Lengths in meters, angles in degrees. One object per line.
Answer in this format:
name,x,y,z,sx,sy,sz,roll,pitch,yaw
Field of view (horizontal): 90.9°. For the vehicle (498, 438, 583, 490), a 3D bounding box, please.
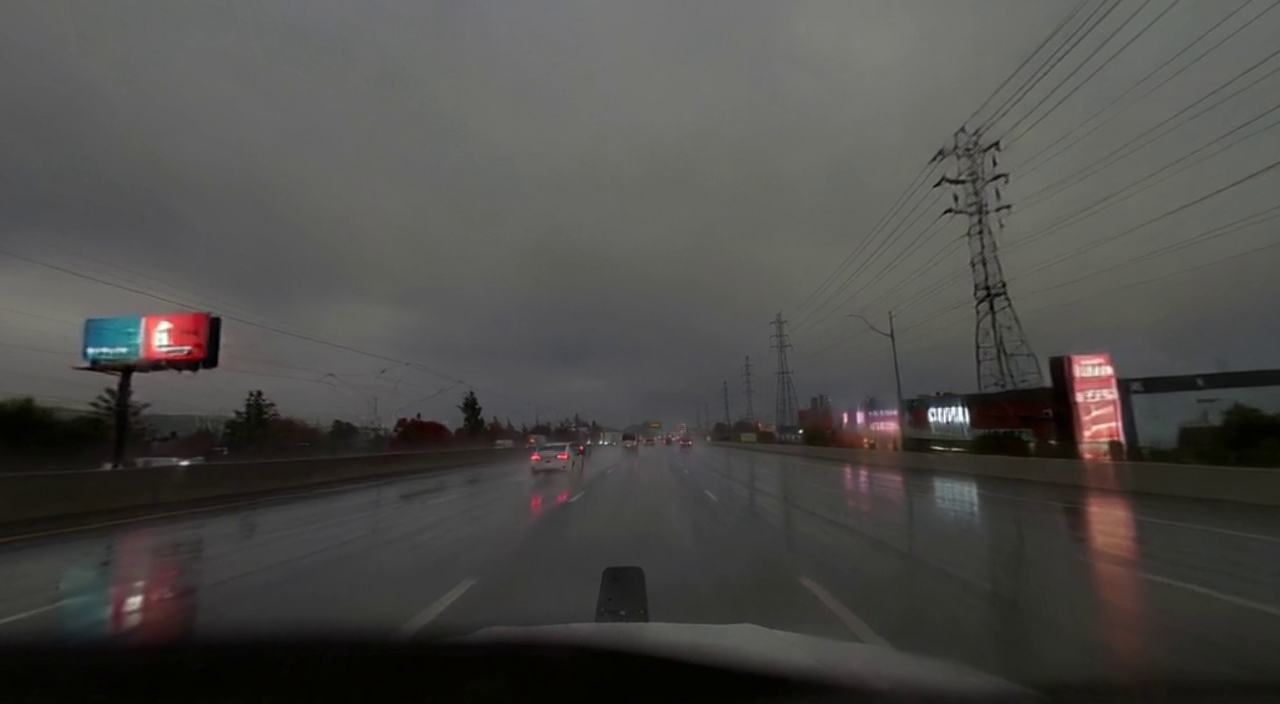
vehicle,-2.983,3.457,19.768,1.891,1.444,3.968,-1,-8,2
